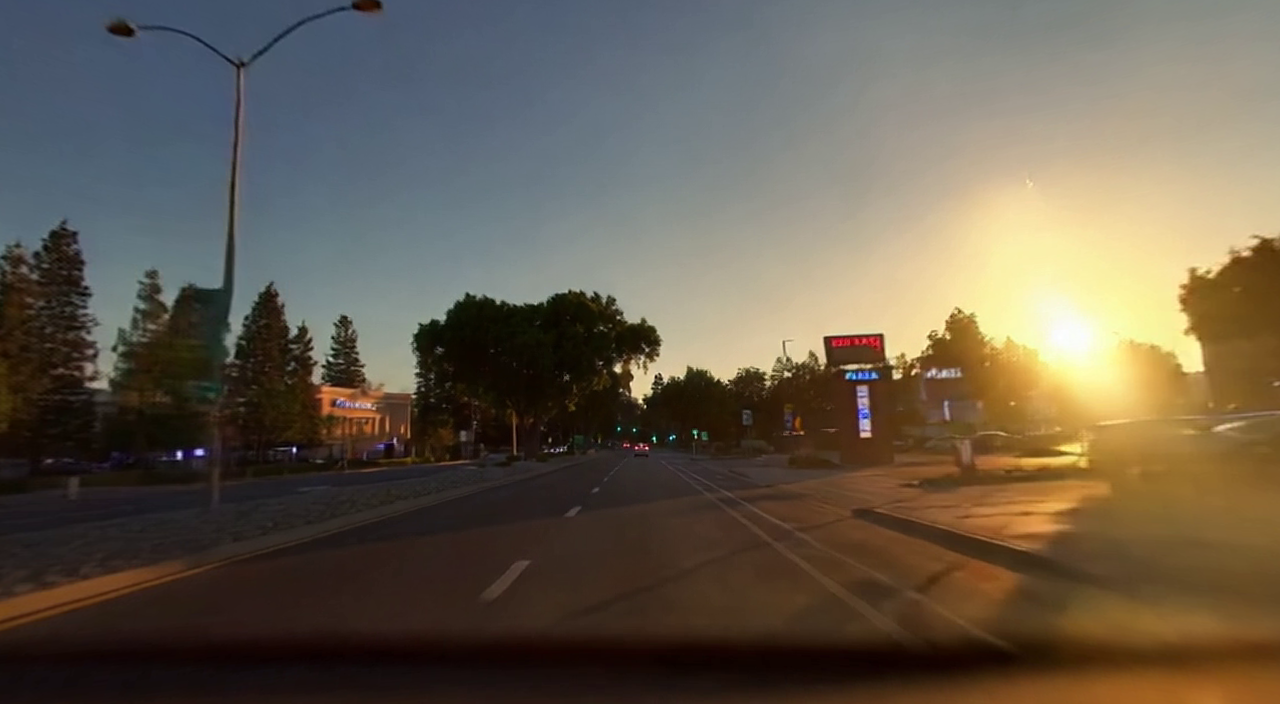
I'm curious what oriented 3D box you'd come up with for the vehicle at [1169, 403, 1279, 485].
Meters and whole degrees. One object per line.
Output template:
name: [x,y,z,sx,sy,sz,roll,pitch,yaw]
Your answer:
vehicle: [13.793,1.866,12.911,4.310,1.488,2.003,1,-9,-6]
